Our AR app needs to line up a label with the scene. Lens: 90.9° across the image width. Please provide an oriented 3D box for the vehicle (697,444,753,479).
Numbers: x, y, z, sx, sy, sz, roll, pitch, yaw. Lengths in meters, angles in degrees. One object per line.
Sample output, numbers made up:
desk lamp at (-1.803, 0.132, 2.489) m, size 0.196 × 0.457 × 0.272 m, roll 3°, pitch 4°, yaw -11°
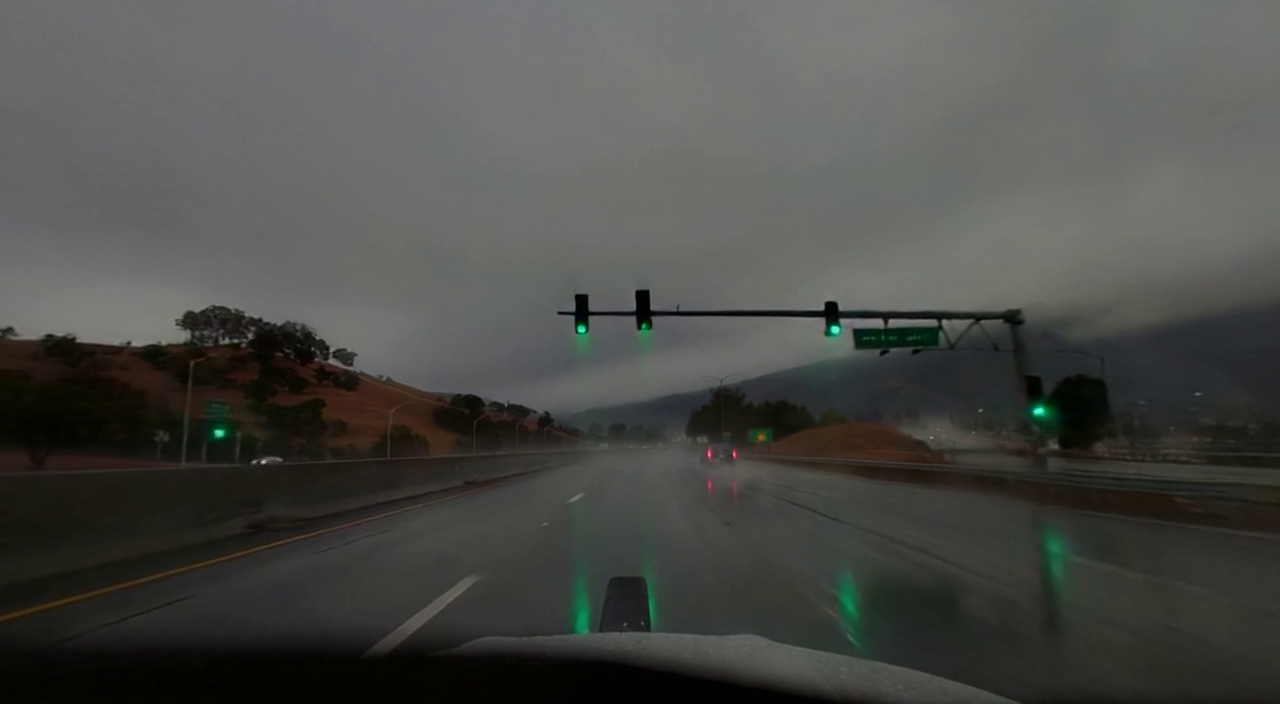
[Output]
vehicle at (3.869, 5.067, 29.414) m, size 1.916 × 1.469 × 4.481 m, roll 0°, pitch -8°, yaw 0°
